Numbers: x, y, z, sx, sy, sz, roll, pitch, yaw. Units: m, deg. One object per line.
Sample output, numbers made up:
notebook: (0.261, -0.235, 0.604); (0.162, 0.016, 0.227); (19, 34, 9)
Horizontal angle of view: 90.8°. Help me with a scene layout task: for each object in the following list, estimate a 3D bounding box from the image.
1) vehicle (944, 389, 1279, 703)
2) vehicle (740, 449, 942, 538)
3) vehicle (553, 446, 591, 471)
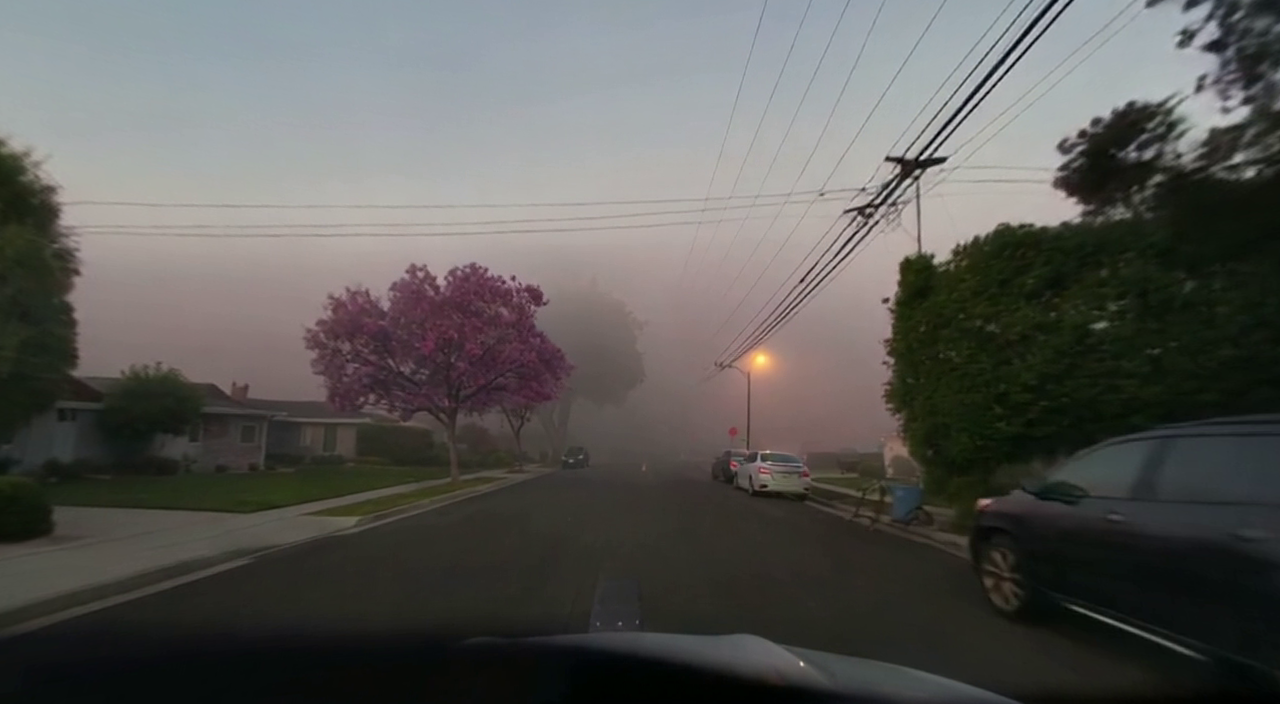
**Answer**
vehicle: (3.935, 1.146, 3.703); (2.103, 1.679, 4.386); (0, -9, 0)
vehicle: (4.223, 2.710, 12.872); (2.075, 1.449, 4.526); (-9, -12, 43)
vehicle: (-4.475, 7.114, 42.375); (1.938, 1.508, 4.481); (0, -8, 2)
